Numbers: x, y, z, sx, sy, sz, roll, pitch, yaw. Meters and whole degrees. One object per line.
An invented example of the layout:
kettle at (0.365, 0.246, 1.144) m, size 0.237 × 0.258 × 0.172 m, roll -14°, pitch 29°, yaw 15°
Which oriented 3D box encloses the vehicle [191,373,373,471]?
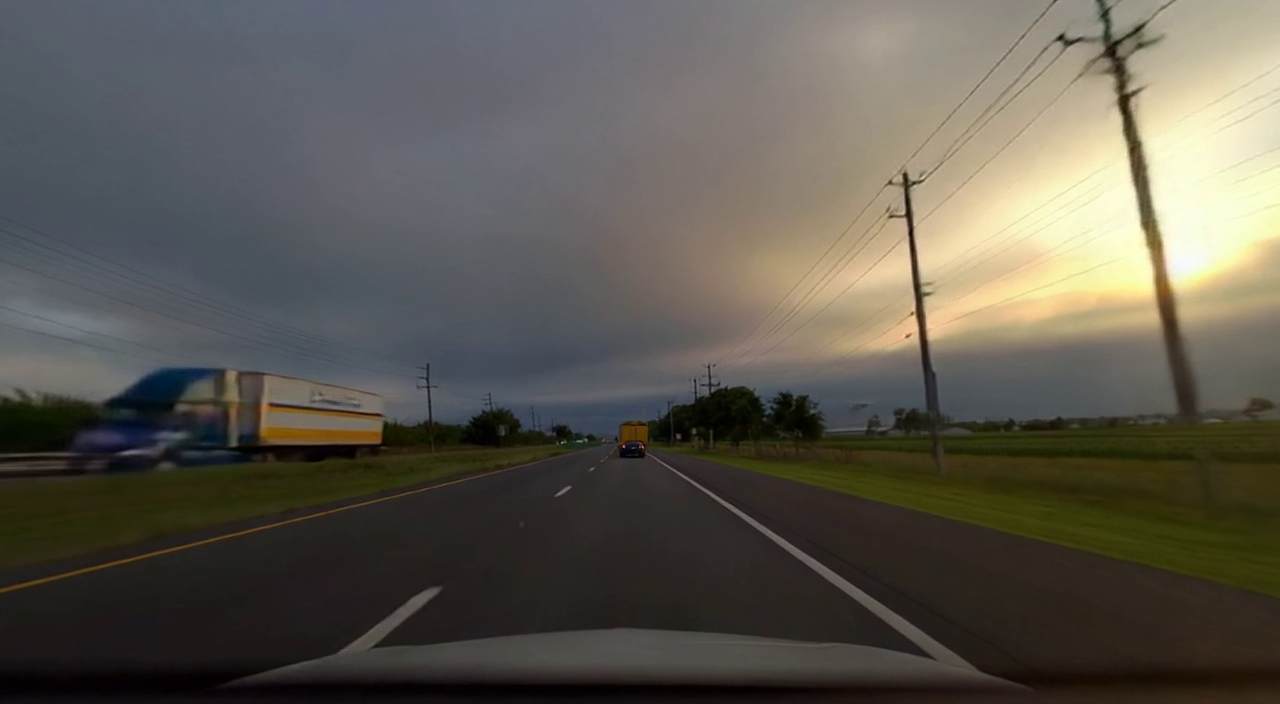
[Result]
vehicle at (-17.046, 3.630, 31.377) m, size 2.992 × 4.025 × 10.640 m, roll 0°, pitch -8°, yaw -1°

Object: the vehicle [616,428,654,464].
vehicle at (-0.369, 5.947, 40.014) m, size 2.240 × 2.129 × 4.480 m, roll 0°, pitch -8°, yaw -2°

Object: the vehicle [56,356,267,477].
vehicle at (-16.857, 2.433, 22.876) m, size 2.967 × 3.820 × 5.896 m, roll 0°, pitch -8°, yaw -1°
